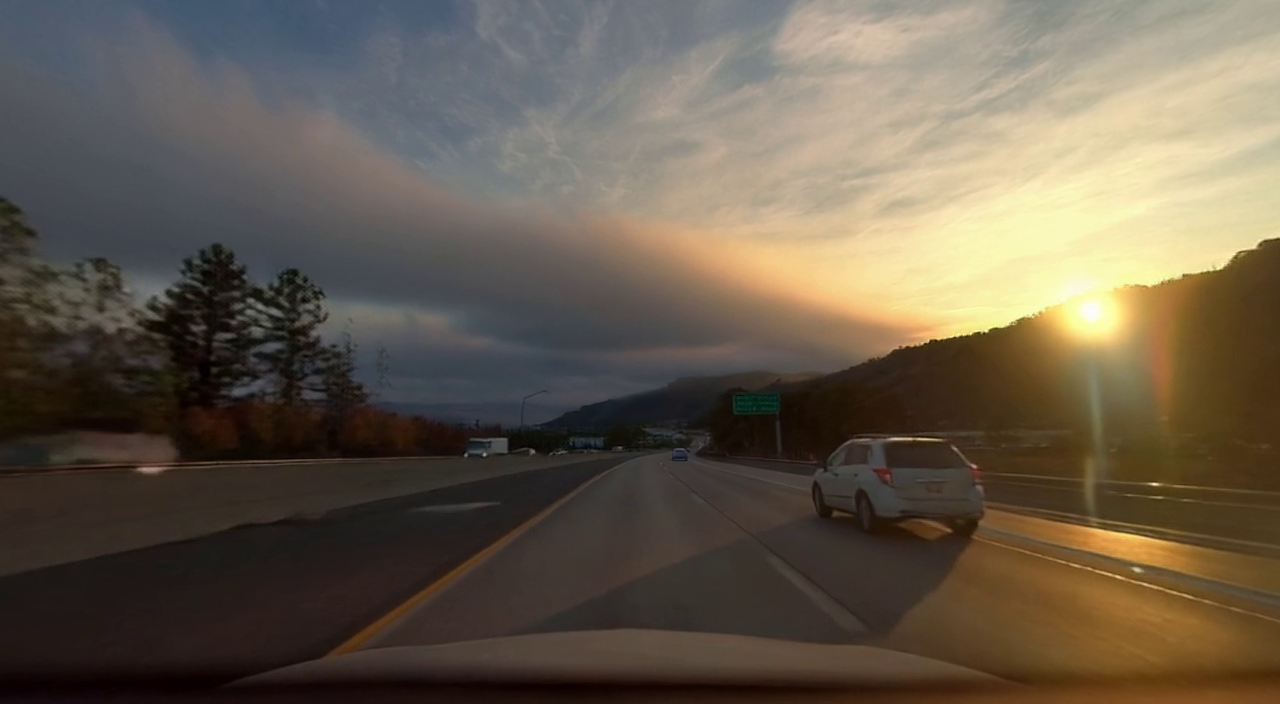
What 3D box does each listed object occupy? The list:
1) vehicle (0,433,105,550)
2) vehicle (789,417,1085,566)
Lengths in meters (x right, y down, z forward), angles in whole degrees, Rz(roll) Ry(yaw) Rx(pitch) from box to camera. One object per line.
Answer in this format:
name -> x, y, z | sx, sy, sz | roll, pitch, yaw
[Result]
vehicle -> -9.453, 1.790, 7.864 | 1.897, 1.540, 4.049 | 0, -9, -1
vehicle -> 3.934, 1.944, 9.506 | 2.089, 1.660, 4.729 | 0, -9, -1
